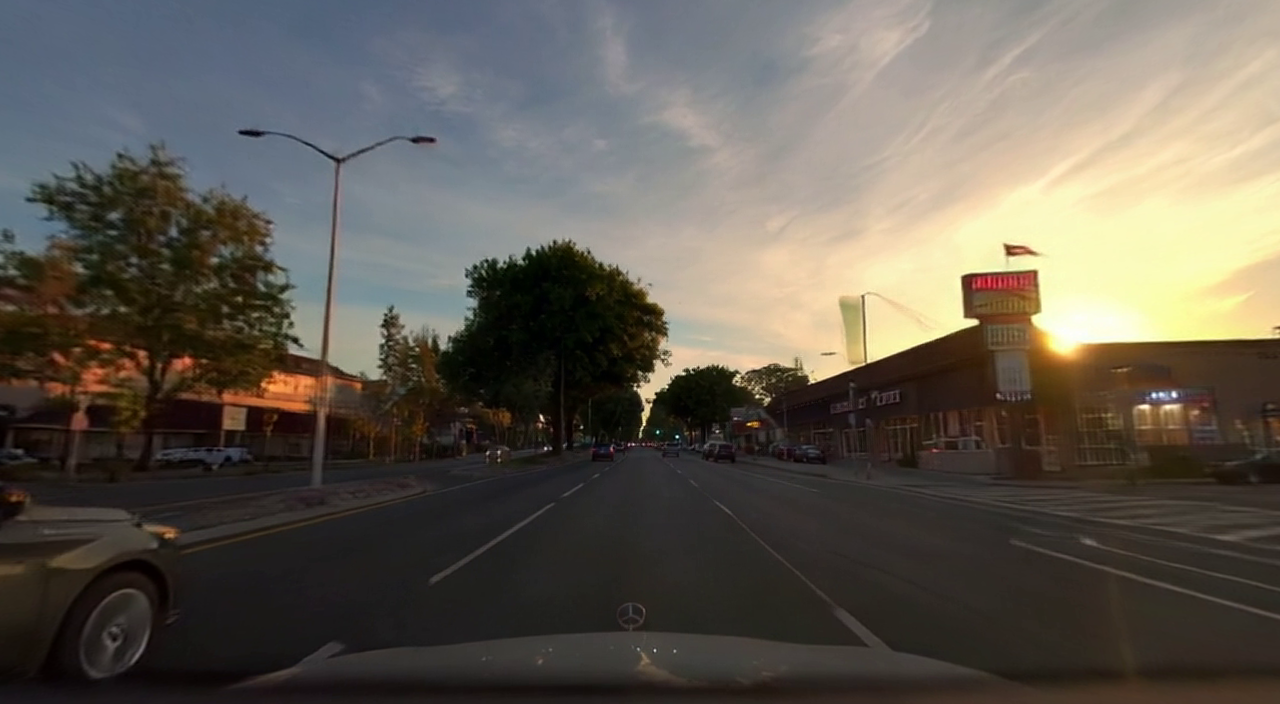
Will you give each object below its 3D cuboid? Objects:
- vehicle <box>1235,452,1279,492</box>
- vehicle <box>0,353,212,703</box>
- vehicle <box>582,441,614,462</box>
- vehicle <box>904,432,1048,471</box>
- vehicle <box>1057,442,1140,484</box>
[{"bbox_3d":[24.401,4.583,24.331,1.889,1.399,4.444,-8,-11,43],"label":"vehicle"},{"bbox_3d":[-3.537,0.705,1.658,1.983,1.635,3.957,0,-8,0],"label":"vehicle"},{"bbox_3d":[-3.053,7.366,46.837,2.005,1.446,4.265,0,-8,1],"label":"vehicle"},{"bbox_3d":[15.977,4.746,30.343,1.691,1.670,5.790,4,-9,-39],"label":"vehicle"},{"bbox_3d":[20.656,4.919,28.315,4.947,1.673,2.102,8,-12,-44],"label":"vehicle"}]
